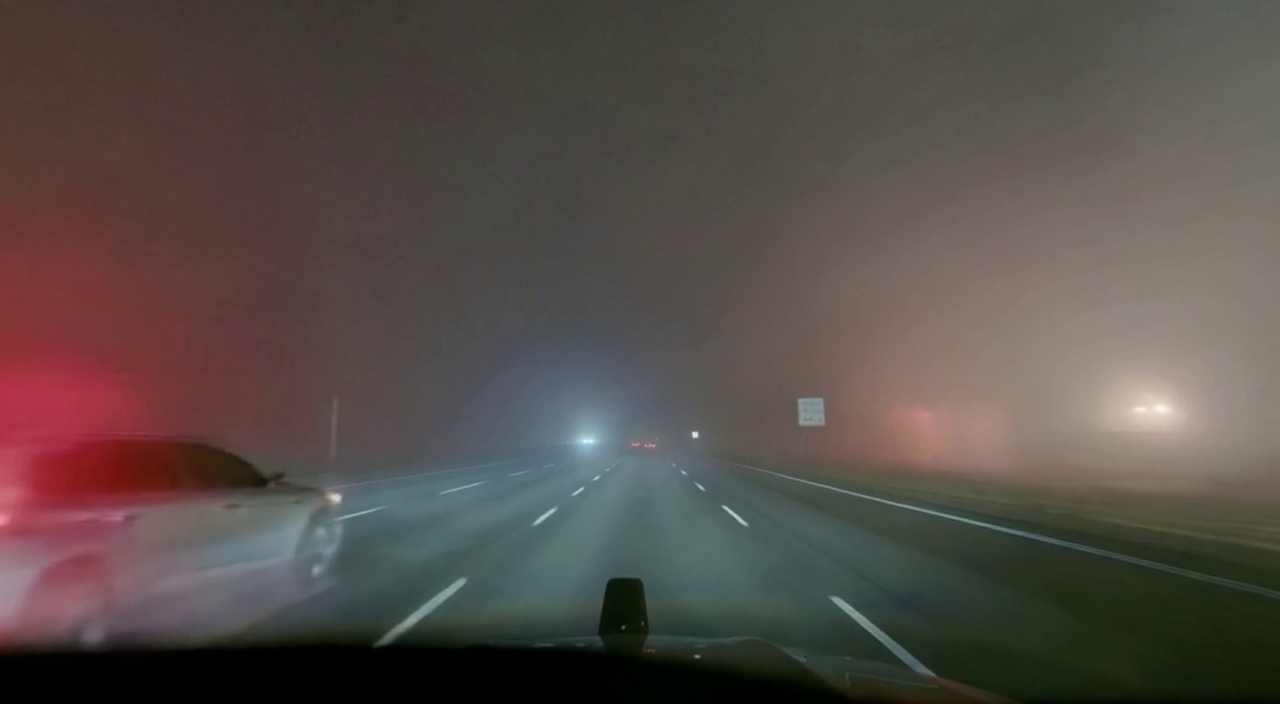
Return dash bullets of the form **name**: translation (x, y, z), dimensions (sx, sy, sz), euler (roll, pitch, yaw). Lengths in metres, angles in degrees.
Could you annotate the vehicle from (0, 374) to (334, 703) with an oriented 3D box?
- **vehicle**: translation (-3.951, 1.029, 3.845), dimensions (2.012, 1.570, 4.126), euler (0, -8, 1)
